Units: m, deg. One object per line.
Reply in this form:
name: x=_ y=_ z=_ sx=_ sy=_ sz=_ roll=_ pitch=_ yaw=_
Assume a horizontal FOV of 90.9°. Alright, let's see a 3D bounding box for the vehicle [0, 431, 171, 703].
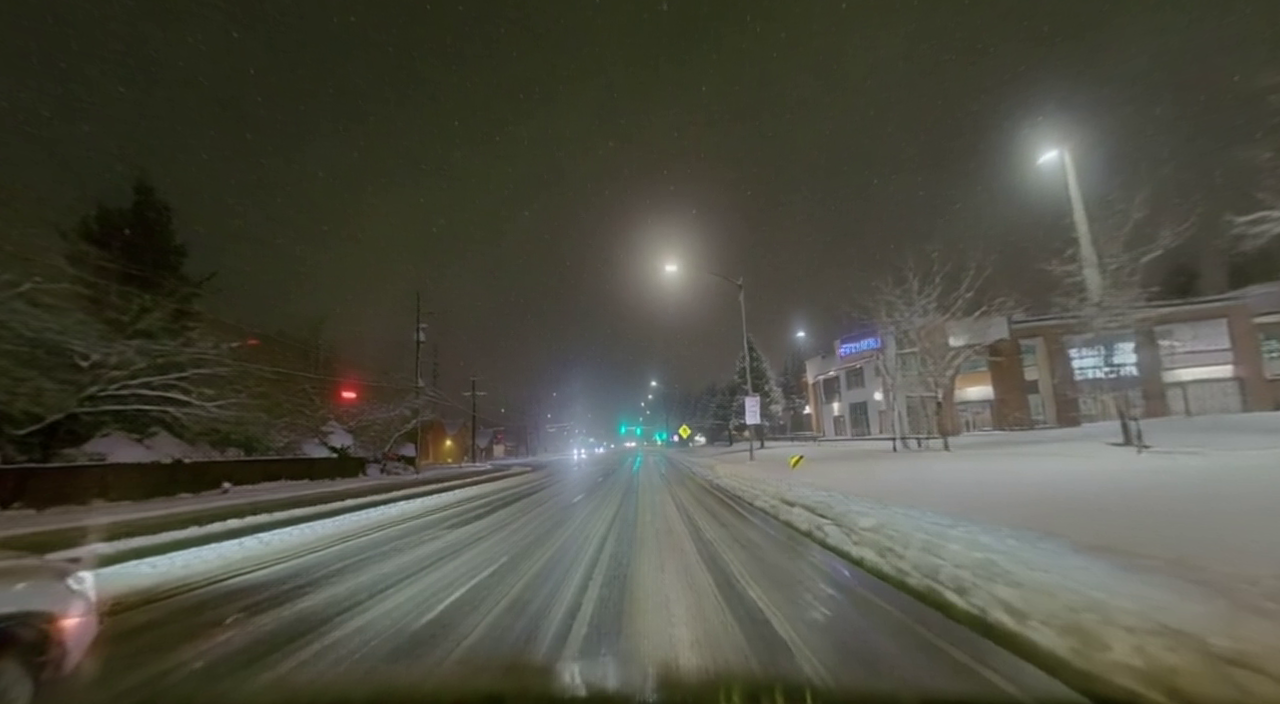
vehicle: x=-3.678 y=0.873 z=1.183 sx=1.972 sy=1.490 sz=4.591 roll=0 pitch=-8 yaw=1
